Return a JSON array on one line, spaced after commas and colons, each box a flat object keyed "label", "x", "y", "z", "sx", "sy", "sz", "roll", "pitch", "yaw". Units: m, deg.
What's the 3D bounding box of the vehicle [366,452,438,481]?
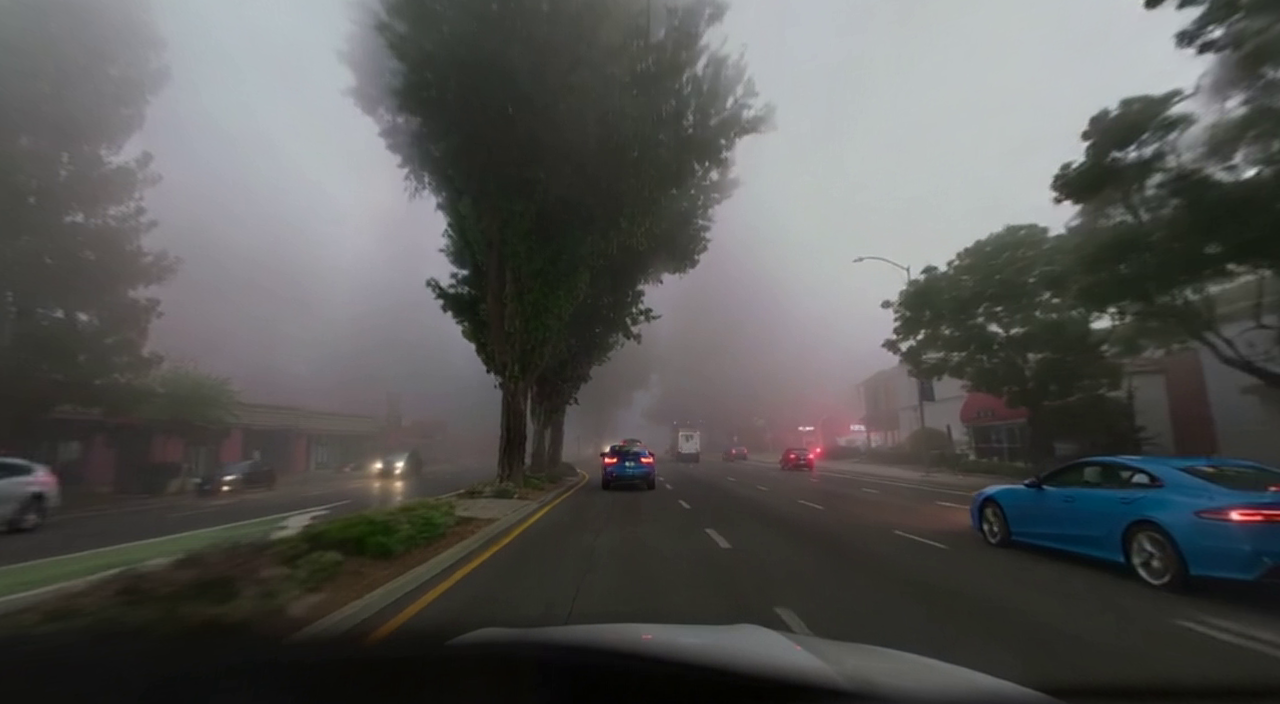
[{"label": "vehicle", "x": -13.341, "y": 6.441, "z": 35.822, "sx": 2.217, "sy": 1.519, "sz": 4.724, "roll": 0, "pitch": -9, "yaw": 0}]

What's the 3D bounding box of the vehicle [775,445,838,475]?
[{"label": "vehicle", "x": 8.771, "y": 5.751, "z": 33.638, "sx": 2.045, "sy": 1.484, "sz": 4.342, "roll": 0, "pitch": -9, "yaw": -2}]

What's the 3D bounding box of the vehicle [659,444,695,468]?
[{"label": "vehicle", "x": 2.411, "y": 6.939, "z": 42.195, "sx": 2.078, "sy": 1.471, "sz": 4.142, "roll": 0, "pitch": -9, "yaw": -2}]

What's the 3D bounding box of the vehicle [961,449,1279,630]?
[{"label": "vehicle", "x": 5.709, "y": 1.709, "z": 6.667, "sx": 2.258, "sy": 1.294, "sz": 4.312, "roll": 0, "pitch": -9, "yaw": -2}]

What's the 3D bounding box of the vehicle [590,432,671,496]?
[{"label": "vehicle", "x": -0.302, "y": 3.457, "z": 19.716, "sx": 2.266, "sy": 1.762, "sz": 4.131, "roll": 0, "pitch": -9, "yaw": -1}]

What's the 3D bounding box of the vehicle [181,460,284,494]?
[{"label": "vehicle", "x": -19.835, "y": 6.088, "z": 31.048, "sx": 1.879, "sy": 1.513, "sz": 4.466, "roll": -1, "pitch": -9, "yaw": 4}]
